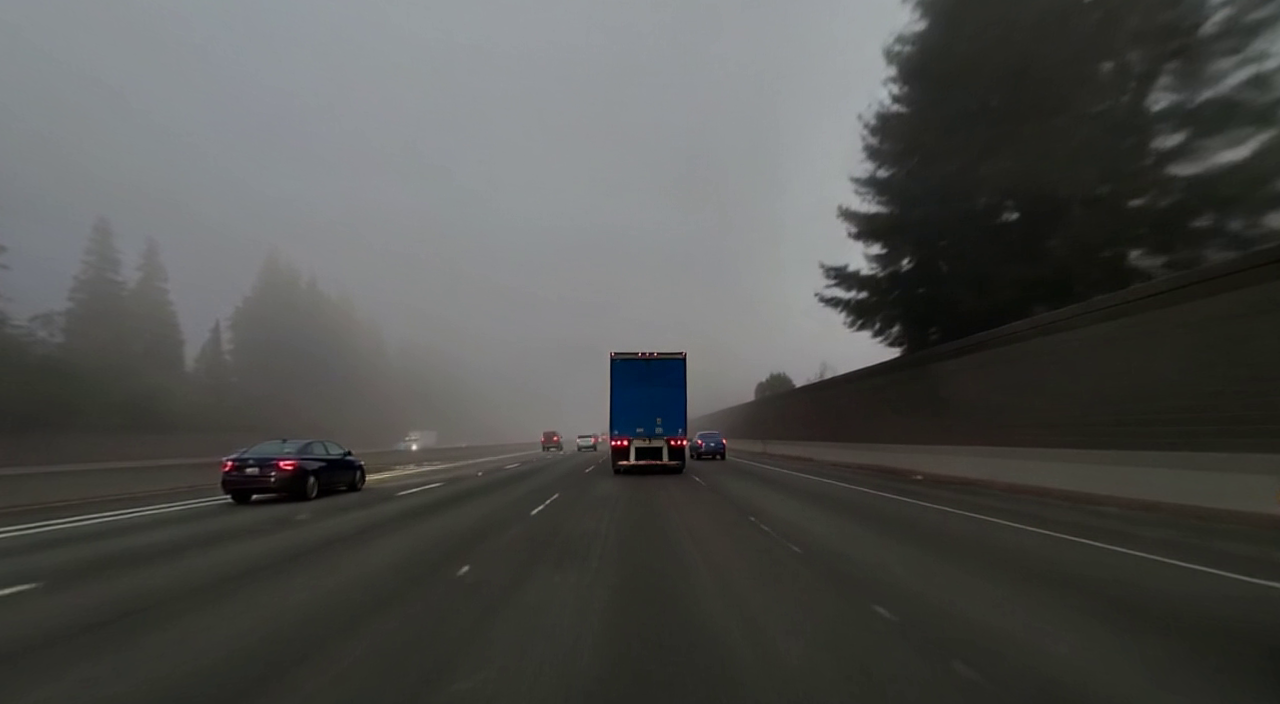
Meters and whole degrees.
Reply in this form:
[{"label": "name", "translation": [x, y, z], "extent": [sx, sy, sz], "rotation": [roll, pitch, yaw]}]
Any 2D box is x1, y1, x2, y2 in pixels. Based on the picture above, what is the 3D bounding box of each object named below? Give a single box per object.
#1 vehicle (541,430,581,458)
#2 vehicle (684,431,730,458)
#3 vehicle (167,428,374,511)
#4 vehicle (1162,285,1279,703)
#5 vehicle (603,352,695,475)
[{"label": "vehicle", "translation": [-5.001, 5.877, 40.370], "extent": [2.134, 1.650, 4.133], "rotation": [0, -8, -1]}, {"label": "vehicle", "translation": [3.920, 5.507, 37.682], "extent": [2.044, 1.508, 4.716], "rotation": [0, -8, -2]}, {"label": "vehicle", "translation": [-7.651, 2.434, 13.585], "extent": [2.059, 1.500, 4.001], "rotation": [0, -8, -1]}, {"label": "vehicle", "translation": [3.668, 0.385, 0.568], "extent": [2.118, 1.832, 4.901], "rotation": [0, -8, -1]}, {"label": "vehicle", "translation": [0.061, 2.645, 25.313], "extent": [2.904, 3.915, 10.473], "rotation": [0, -8, -2]}]
